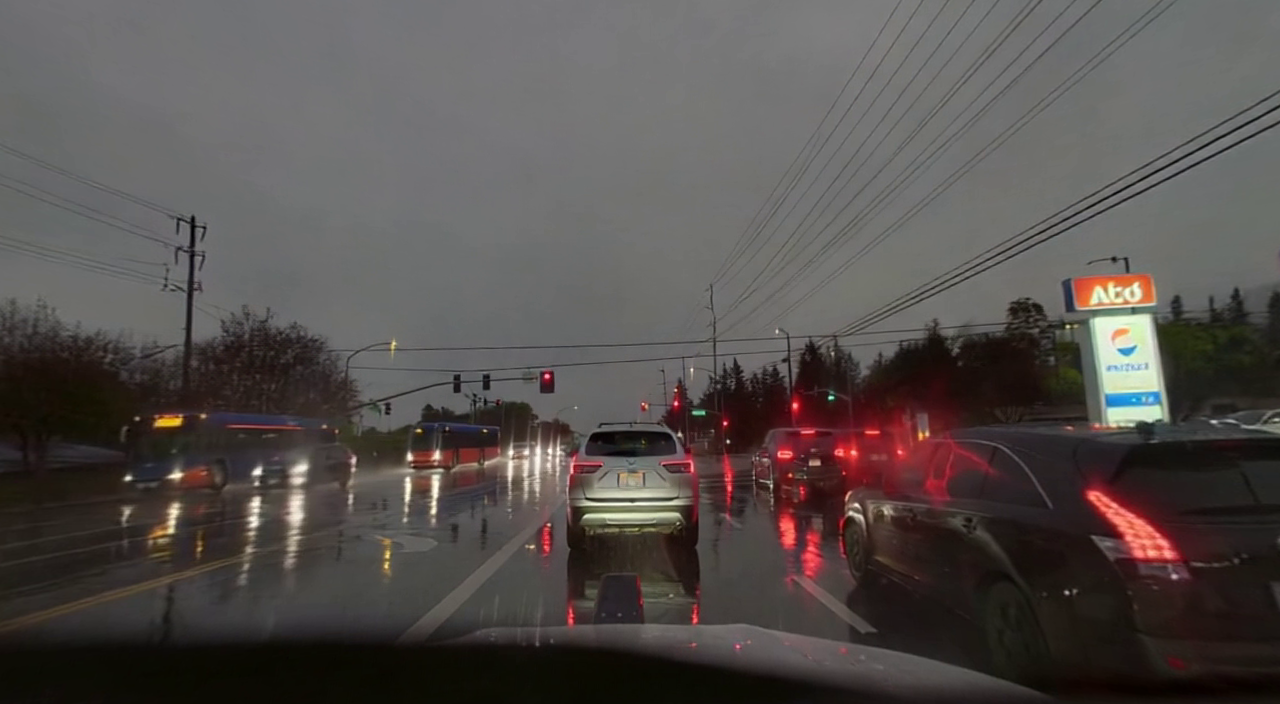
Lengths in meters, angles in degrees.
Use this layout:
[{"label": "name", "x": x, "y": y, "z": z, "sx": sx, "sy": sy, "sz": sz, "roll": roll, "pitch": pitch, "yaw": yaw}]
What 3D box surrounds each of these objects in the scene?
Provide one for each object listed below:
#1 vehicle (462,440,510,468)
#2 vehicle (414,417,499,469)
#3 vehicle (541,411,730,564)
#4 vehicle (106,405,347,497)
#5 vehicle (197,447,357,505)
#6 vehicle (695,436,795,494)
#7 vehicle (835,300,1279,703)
[{"label": "vehicle", "x": -10.600, "y": 7.053, "z": 43.797, "sx": 2.163, "sy": 1.812, "sz": 4.686, "roll": 0, "pitch": -9, "yaw": -1}, {"label": "vehicle", "x": -13.915, "y": 7.169, "z": 49.381, "sx": 3.031, "sy": 3.513, "sz": 12.586, "roll": 0, "pitch": -9, "yaw": -1}, {"label": "vehicle", "x": -0.106, "y": 1.801, "z": 9.109, "sx": 2.087, "sy": 1.677, "sz": 4.053, "roll": 0, "pitch": -9, "yaw": -2}, {"label": "vehicle", "x": -18.764, "y": 4.732, "z": 30.552, "sx": 3.010, "sy": 3.475, "sz": 12.655, "roll": 0, "pitch": -9, "yaw": 1}, {"label": "vehicle", "x": -10.413, "y": 3.555, "z": 18.648, "sx": 1.976, "sy": 1.483, "sz": 4.630, "roll": 0, "pitch": -9, "yaw": 0}, {"label": "vehicle", "x": 2.895, "y": 3.237, "z": 18.512, "sx": 2.040, "sy": 1.481, "sz": 4.407, "roll": 0, "pitch": -9, "yaw": -2}, {"label": "vehicle", "x": 3.085, "y": 1.015, "z": 4.359, "sx": 2.049, "sy": 1.813, "sz": 4.245, "roll": 0, "pitch": -9, "yaw": -1}]
